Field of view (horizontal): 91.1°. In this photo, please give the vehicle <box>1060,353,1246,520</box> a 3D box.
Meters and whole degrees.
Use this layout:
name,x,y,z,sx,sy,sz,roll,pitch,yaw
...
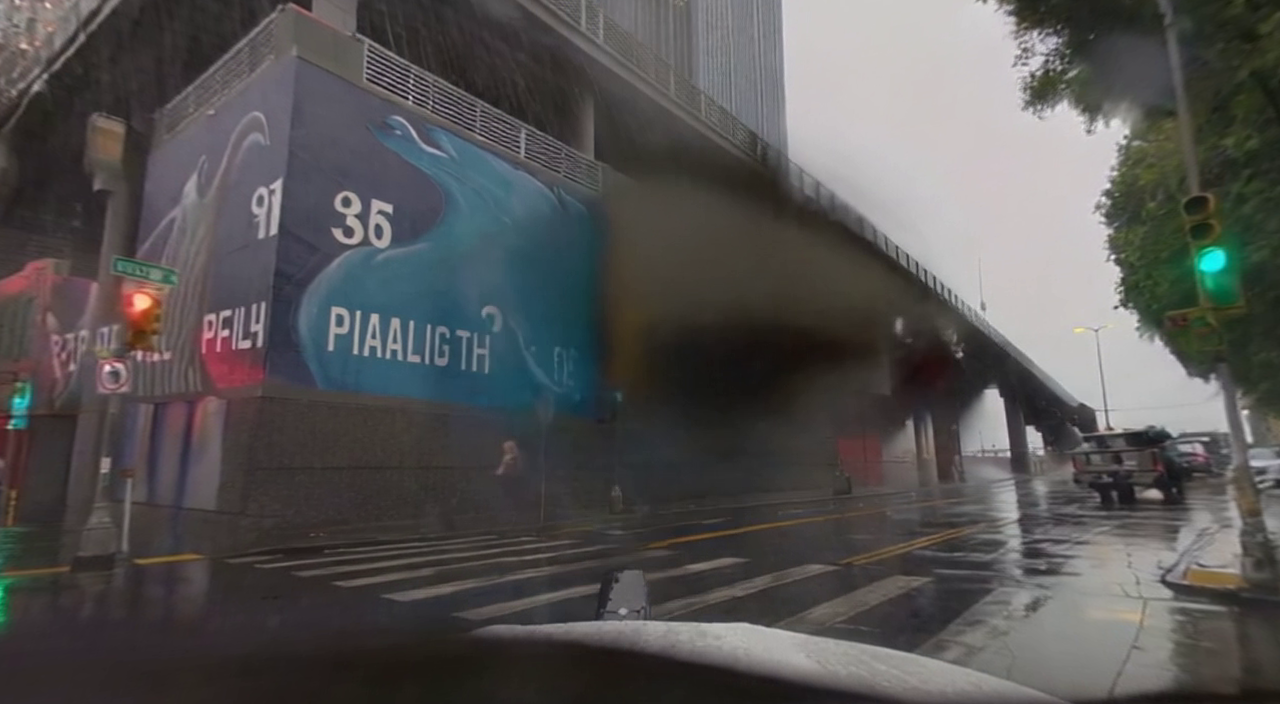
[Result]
name,x,y,z,sx,sy,sz,roll,pitch,yaw
vehicle,15.789,2.564,18.954,9.347,3.893,2.849,8,-12,-43
